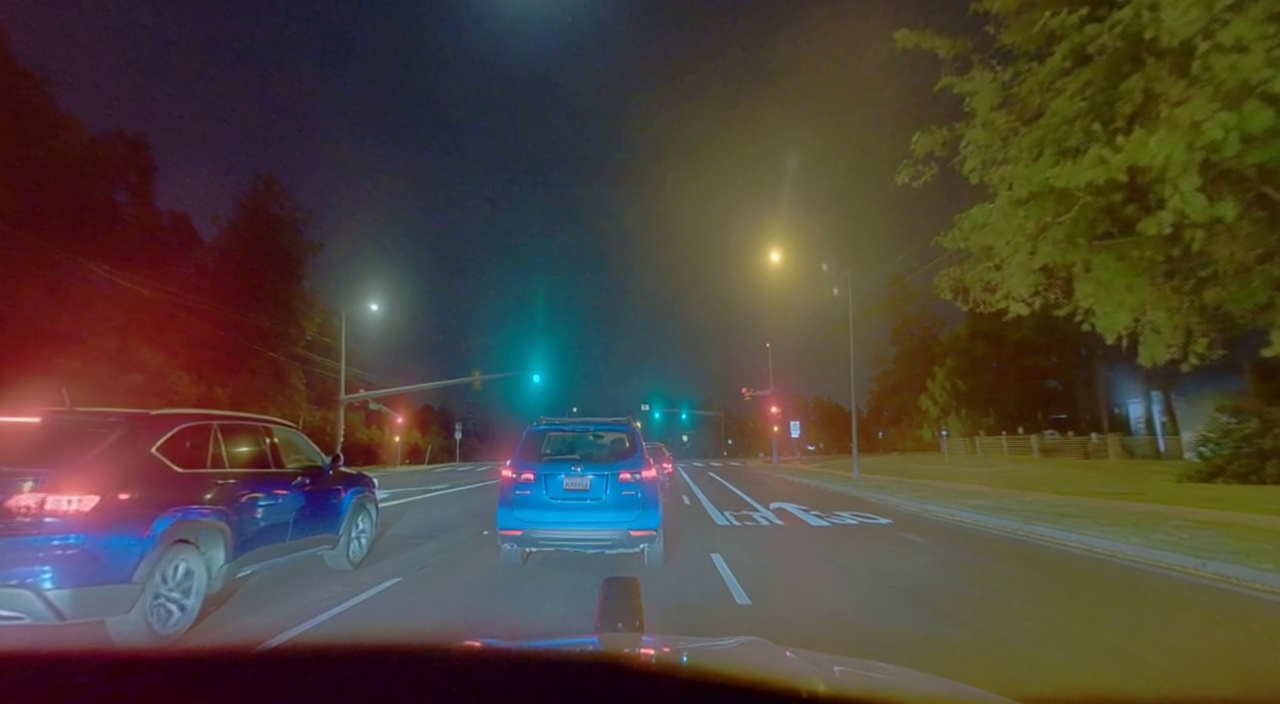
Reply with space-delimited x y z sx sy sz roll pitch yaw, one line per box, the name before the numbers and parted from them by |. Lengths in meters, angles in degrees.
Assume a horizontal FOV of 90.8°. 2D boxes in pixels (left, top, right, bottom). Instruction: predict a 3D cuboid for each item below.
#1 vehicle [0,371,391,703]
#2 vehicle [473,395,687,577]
vehicle | -4.045 1.254 5.273 2.009 1.673 4.454 0 -8 1
vehicle | -0.523 1.703 8.871 2.131 1.793 5.016 0 -8 2
